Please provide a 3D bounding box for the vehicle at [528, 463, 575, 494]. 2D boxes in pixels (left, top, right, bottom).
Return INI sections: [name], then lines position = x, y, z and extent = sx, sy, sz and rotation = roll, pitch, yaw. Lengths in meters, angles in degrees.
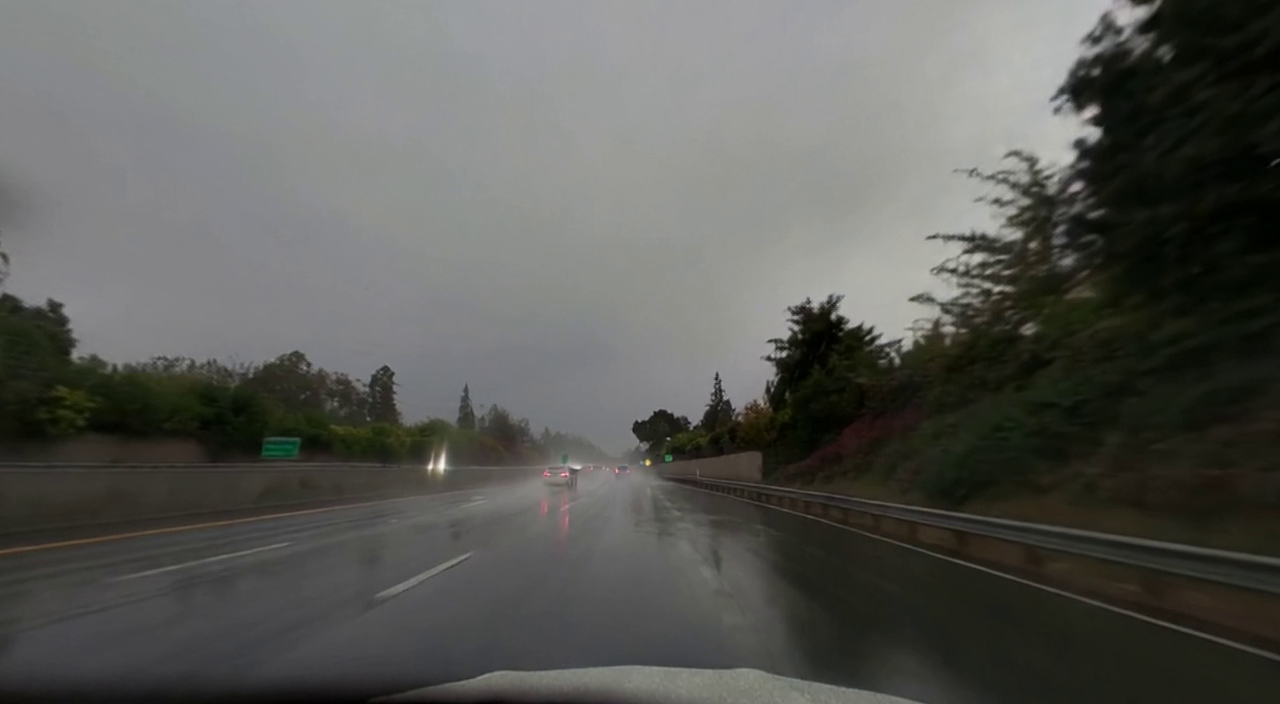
[vehicle]
position = -4.945, 7.160, 35.860
extent = 2.039, 1.605, 4.365
rotation = 1, -10, 0
